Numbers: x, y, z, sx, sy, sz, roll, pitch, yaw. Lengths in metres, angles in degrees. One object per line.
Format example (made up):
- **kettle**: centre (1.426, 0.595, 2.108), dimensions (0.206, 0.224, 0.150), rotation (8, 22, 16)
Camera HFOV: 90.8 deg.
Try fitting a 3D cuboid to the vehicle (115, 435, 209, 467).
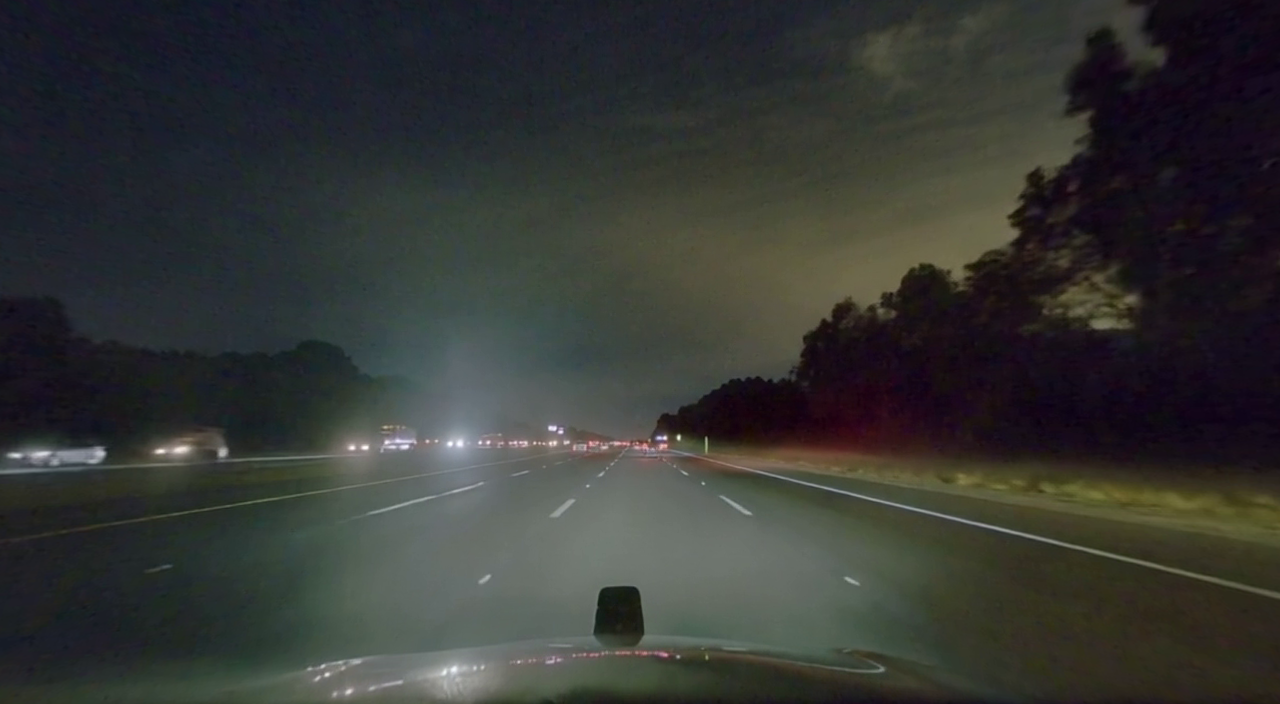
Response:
- **vehicle**: centre (-27.877, 5.778, 37.043), dimensions (1.953, 1.700, 4.559), rotation (0, -8, 0)
